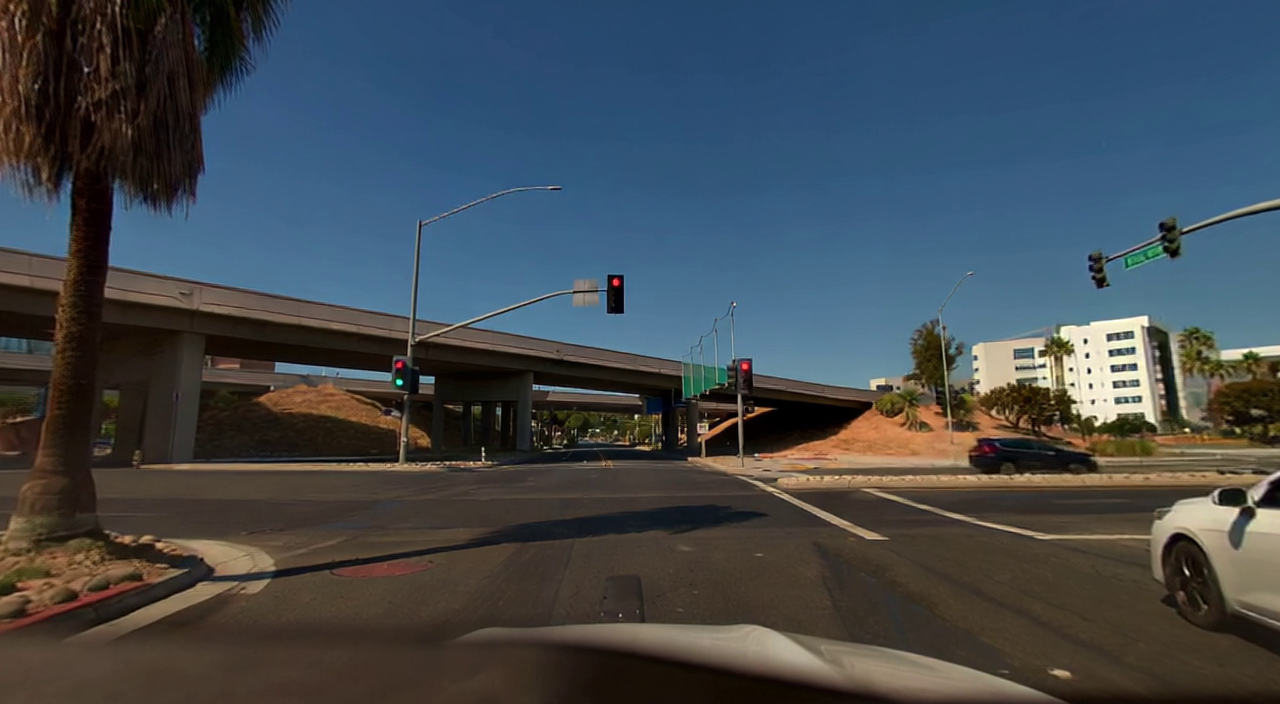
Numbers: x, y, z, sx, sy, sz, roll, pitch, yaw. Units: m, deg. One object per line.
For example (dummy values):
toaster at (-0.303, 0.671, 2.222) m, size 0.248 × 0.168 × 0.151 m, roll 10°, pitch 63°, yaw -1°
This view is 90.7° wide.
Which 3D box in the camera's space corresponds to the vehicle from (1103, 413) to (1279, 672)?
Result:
vehicle at (4.557, 0.994, 2.919) m, size 1.959 × 1.485 × 4.628 m, roll -2°, pitch -9°, yaw 10°
